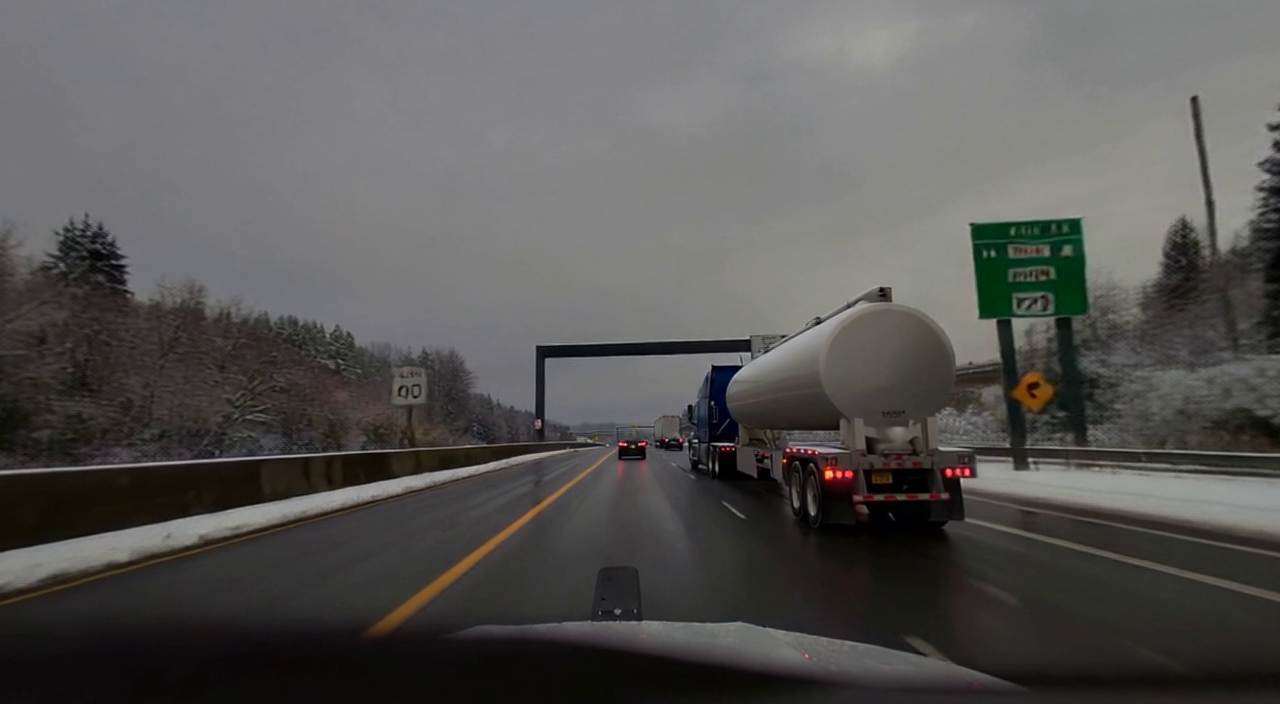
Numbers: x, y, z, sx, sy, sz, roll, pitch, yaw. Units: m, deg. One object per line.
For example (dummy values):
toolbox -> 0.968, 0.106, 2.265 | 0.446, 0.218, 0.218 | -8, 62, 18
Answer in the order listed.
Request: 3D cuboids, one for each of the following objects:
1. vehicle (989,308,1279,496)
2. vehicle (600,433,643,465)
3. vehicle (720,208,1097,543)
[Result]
vehicle -> 15.125, 1.758, 18.778 | 2.878, 4.124, 10.050 | 1, -8, -5
vehicle -> -0.880, 4.749, 31.085 | 2.000, 1.510, 3.518 | 0, -8, -1
vehicle -> 3.652, 0.828, 11.954 | 2.826, 3.905, 9.262 | 0, -8, -1
